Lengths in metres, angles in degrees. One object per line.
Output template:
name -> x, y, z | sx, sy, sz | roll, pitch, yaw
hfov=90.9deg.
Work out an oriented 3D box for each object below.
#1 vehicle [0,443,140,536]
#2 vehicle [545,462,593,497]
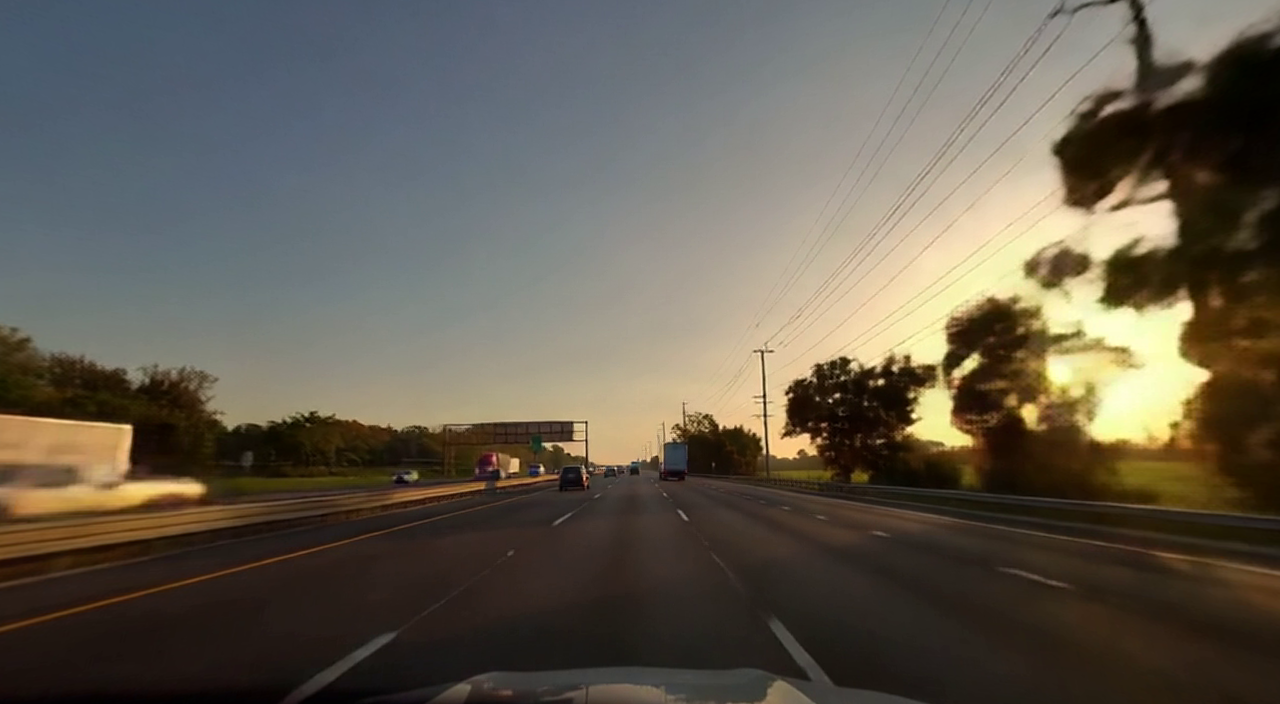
vehicle -> -12.052, 2.471, 11.440 | 2.013, 1.575, 4.759 | 1, -11, -1
vehicle -> -3.474, 6.346, 31.556 | 1.942, 1.597, 3.943 | 1, -10, 0
